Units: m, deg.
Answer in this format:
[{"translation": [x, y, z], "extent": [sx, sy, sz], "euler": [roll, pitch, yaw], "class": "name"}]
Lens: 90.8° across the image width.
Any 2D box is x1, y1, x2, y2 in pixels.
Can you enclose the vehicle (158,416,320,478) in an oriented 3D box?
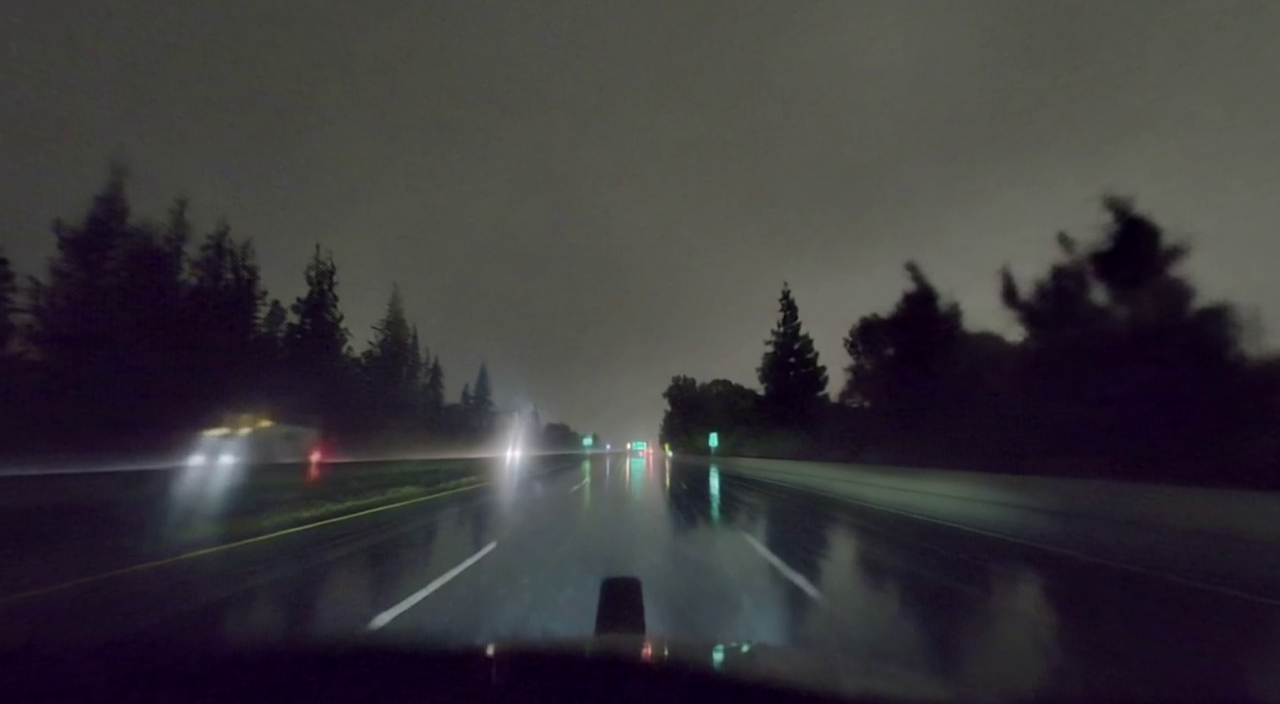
[{"translation": [-17.326, 4.242, 27.968], "extent": [2.492, 2.371, 7.064], "euler": [0, -9, 0], "class": "vehicle"}]
